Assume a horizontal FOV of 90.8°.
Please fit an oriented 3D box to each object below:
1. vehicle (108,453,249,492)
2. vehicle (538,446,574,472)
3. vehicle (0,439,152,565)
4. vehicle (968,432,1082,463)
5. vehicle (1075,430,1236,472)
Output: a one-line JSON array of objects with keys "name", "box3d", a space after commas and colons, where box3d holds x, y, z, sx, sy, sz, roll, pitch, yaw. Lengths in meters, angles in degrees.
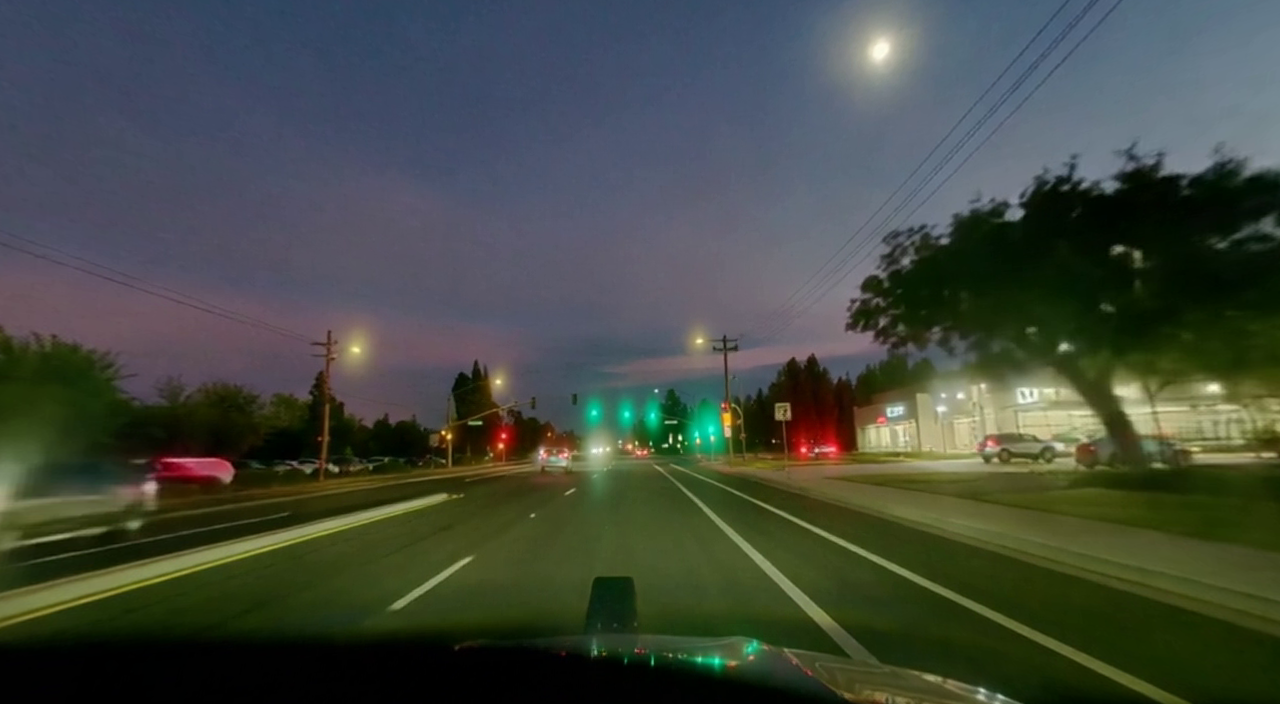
[{"name": "vehicle", "box3d": [-25.172, 6.546, 34.636, 5.763, 1.982, 2.425, -1, -9, 1]}, {"name": "vehicle", "box3d": [-4.900, 6.288, 37.290, 1.928, 1.451, 4.219, 0, -9, -5]}, {"name": "vehicle", "box3d": [-9.912, 2.167, 9.240, 1.971, 1.744, 4.399, -1, -9, 1]}, {"name": "vehicle", "box3d": [19.122, 4.767, 31.530, 4.481, 1.482, 1.814, 0, -9, -2]}, {"name": "vehicle", "box3d": [19.701, 3.796, 24.289, 4.505, 1.481, 1.870, 0, -9, 0]}]
